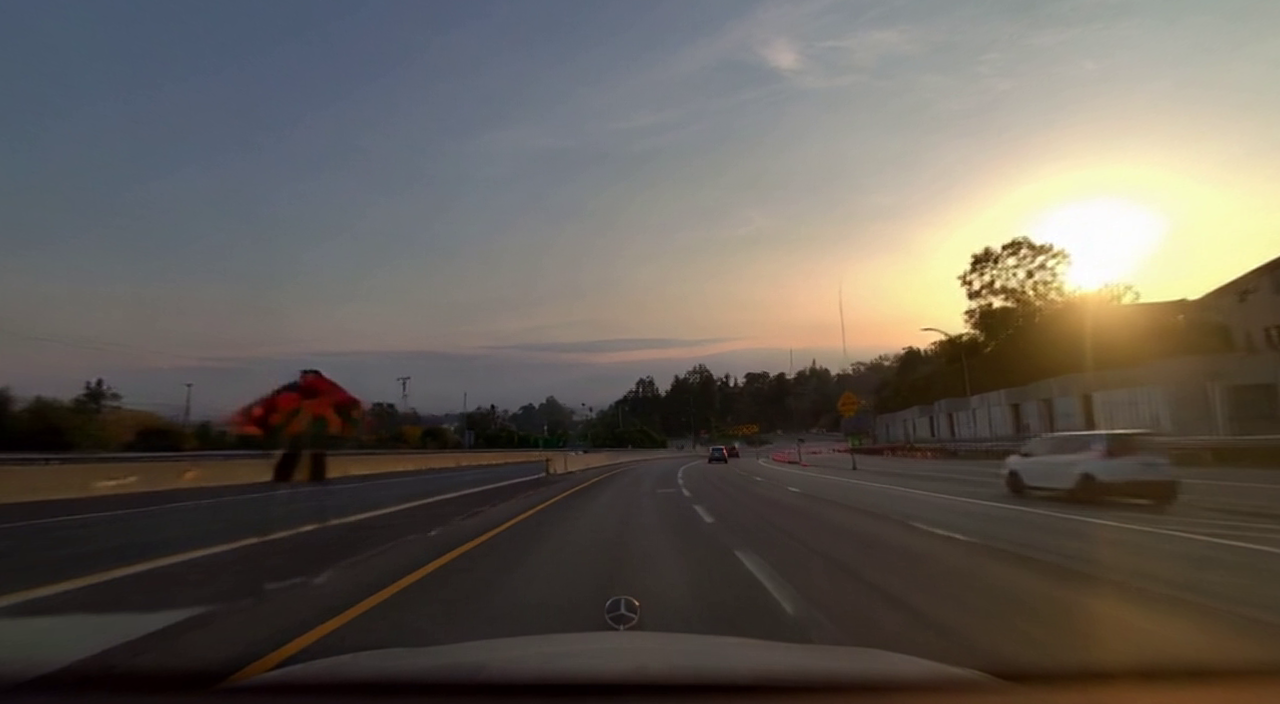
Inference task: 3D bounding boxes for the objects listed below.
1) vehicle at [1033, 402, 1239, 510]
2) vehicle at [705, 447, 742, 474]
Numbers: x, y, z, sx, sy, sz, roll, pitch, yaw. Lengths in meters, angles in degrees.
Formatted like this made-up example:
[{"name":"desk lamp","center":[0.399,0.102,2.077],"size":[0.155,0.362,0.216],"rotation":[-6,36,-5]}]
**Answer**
[{"name":"vehicle","center":[12.545,2.668,16.302],"size":[3.055,2.511,2.572],"rotation":[-1,-9,5]},{"name":"vehicle","center":[5.063,6.613,38.745],"size":[1.874,1.506,4.116],"rotation":[-1,-9,3]}]
